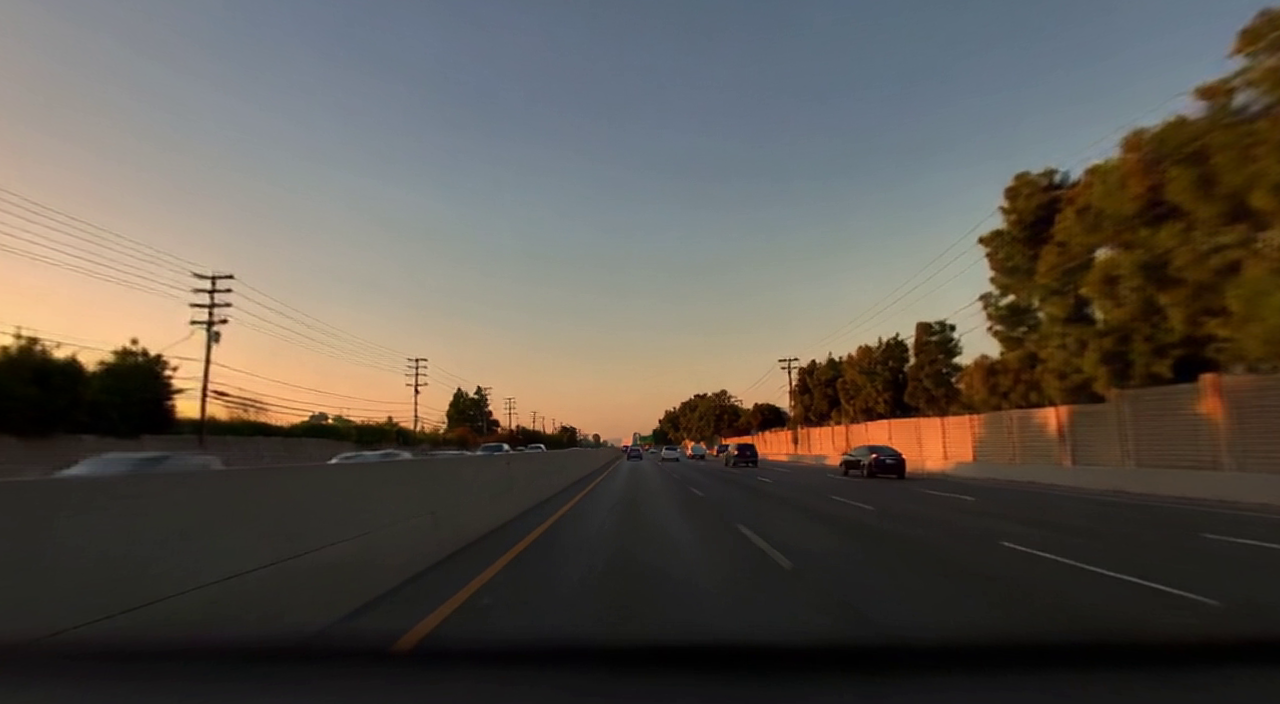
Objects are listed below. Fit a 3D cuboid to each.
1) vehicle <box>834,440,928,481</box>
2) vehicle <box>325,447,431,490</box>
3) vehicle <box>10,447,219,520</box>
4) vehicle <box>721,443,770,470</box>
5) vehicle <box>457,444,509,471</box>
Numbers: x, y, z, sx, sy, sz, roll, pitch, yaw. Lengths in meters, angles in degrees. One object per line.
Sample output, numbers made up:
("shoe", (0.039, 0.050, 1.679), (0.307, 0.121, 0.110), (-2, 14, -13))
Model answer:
("vehicle", (9.717, 4.391, 25.897), (1.969, 1.506, 4.422), (0, -9, -1))
("vehicle", (-10.038, 4.469, 24.664), (2.259, 1.507, 4.362), (0, -9, 0))
("vehicle", (-13.134, 3.242, 16.195), (1.843, 1.602, 4.040), (0, -9, 0))
("vehicle", (6.313, 6.298, 38.268), (2.069, 1.520, 4.614), (0, -9, -1))
("vehicle", (-10.246, 6.890, 41.585), (2.225, 1.643, 4.403), (0, -8, 1))
